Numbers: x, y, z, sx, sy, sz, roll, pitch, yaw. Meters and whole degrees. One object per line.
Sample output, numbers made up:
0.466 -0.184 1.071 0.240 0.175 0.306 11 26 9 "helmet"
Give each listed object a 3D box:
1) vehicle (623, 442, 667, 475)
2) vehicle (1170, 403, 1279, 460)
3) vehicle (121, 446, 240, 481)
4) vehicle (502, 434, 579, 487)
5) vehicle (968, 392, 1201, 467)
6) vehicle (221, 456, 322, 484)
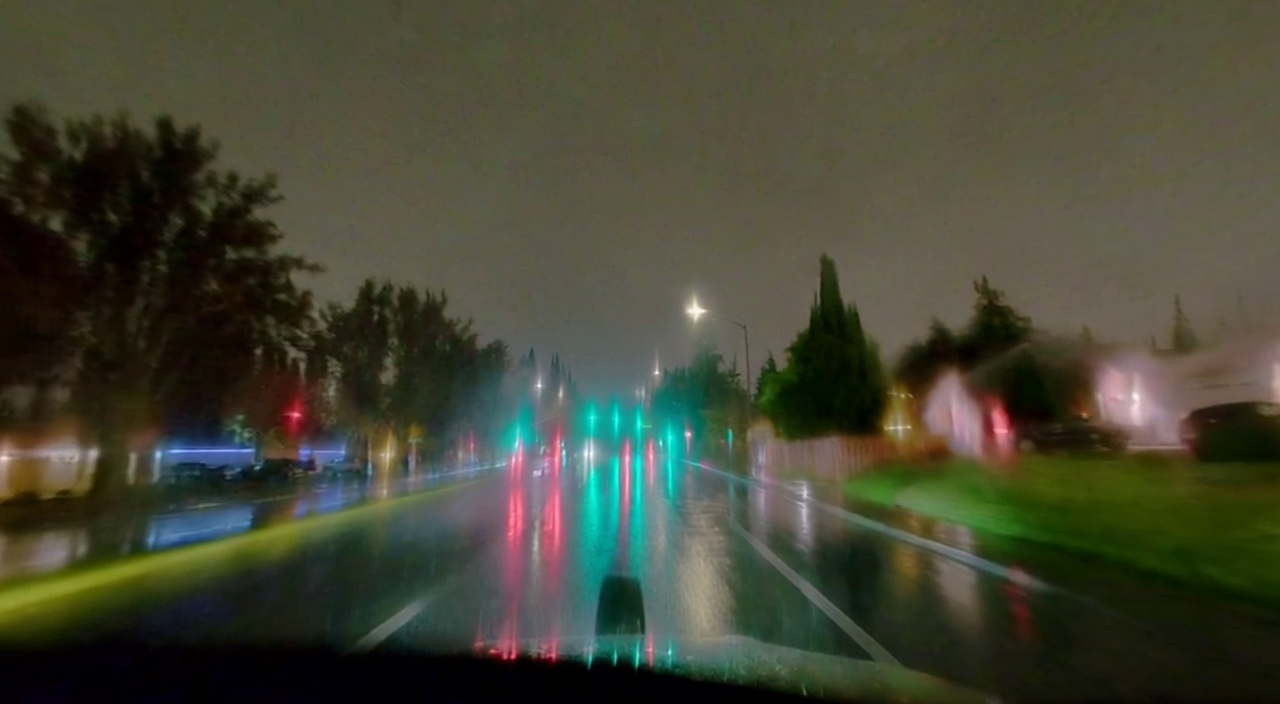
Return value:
0.257 5.265 31.564 2.062 1.518 3.901 0 -8 0 "vehicle"
17.880 2.196 17.429 4.522 1.495 2.071 -1 -8 4 "vehicle"
-27.656 6.708 38.170 5.466 1.963 2.174 0 -8 0 "vehicle"
-3.591 4.005 23.725 2.157 1.771 4.452 0 -8 0 "vehicle"
15.599 2.767 22.498 6.374 2.098 2.415 -4 -8 -1 "vehicle"
-21.933 7.007 37.733 4.792 1.551 1.931 0 -8 -1 "vehicle"
